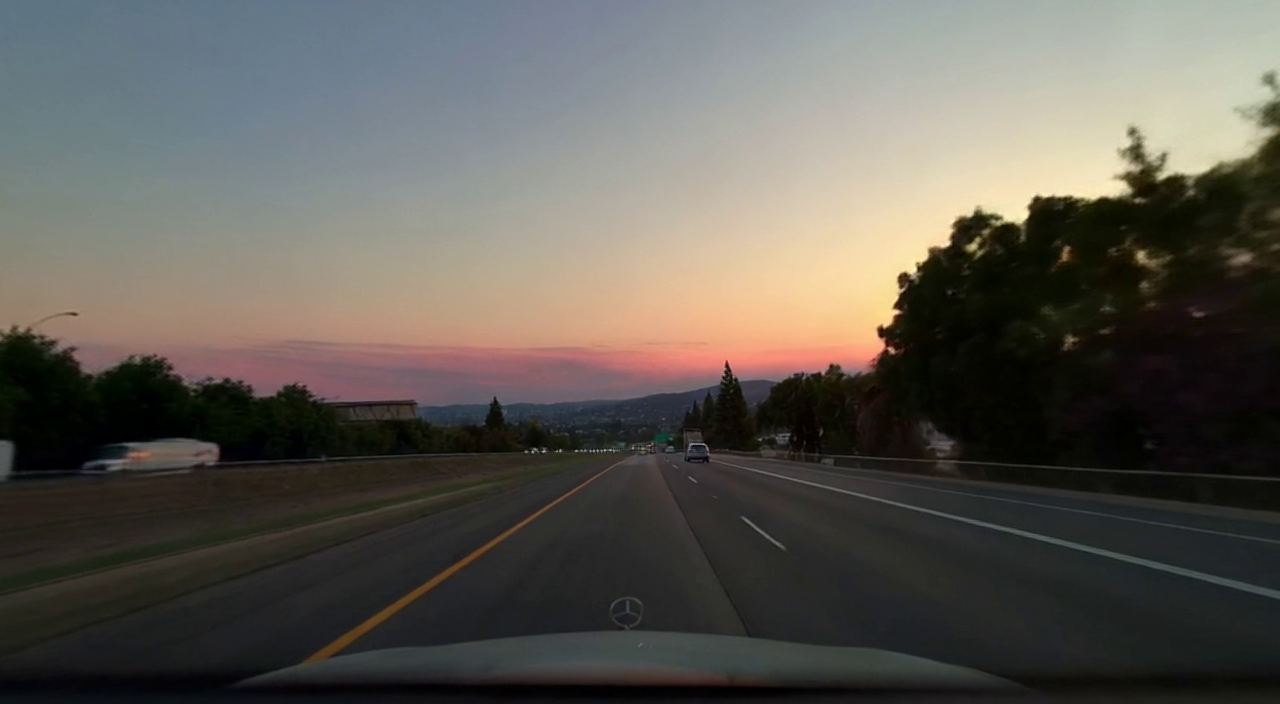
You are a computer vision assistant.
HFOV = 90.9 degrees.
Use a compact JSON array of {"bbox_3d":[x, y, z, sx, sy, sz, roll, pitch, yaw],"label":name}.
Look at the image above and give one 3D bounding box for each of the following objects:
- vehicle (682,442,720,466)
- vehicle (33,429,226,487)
[{"bbox_3d":[3.952,6.719,41.772,2.062,1.518,4.026,0,-8,-1],"label":"vehicle"},{"bbox_3d":[-32.132,6.710,40.719,3.221,3.202,10.943,0,-8,0],"label":"vehicle"}]
